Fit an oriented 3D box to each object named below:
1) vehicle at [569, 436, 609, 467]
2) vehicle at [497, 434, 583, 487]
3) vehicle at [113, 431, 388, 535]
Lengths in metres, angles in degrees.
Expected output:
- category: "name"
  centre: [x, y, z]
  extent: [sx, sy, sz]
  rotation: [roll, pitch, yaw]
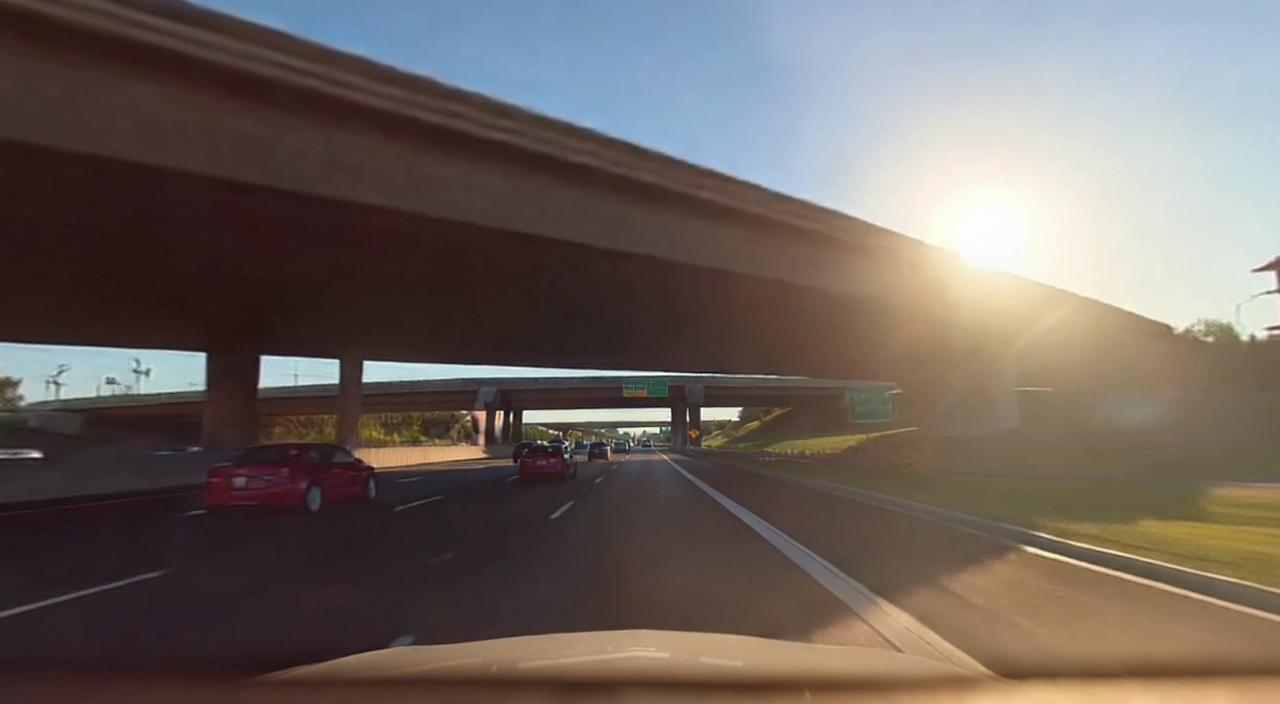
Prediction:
- category: "vehicle"
  centre: [-3.159, 6.282, 40.058]
  extent: [2.080, 1.811, 4.644]
  rotation: [0, -8, 1]
- category: "vehicle"
  centre: [-3.371, 3.770, 22.259]
  extent: [2.210, 1.628, 4.586]
  rotation: [0, -8, 1]
- category: "vehicle"
  centre: [-6.848, 2.330, 11.952]
  extent: [2.069, 1.551, 4.830]
  rotation: [0, -8, 1]
